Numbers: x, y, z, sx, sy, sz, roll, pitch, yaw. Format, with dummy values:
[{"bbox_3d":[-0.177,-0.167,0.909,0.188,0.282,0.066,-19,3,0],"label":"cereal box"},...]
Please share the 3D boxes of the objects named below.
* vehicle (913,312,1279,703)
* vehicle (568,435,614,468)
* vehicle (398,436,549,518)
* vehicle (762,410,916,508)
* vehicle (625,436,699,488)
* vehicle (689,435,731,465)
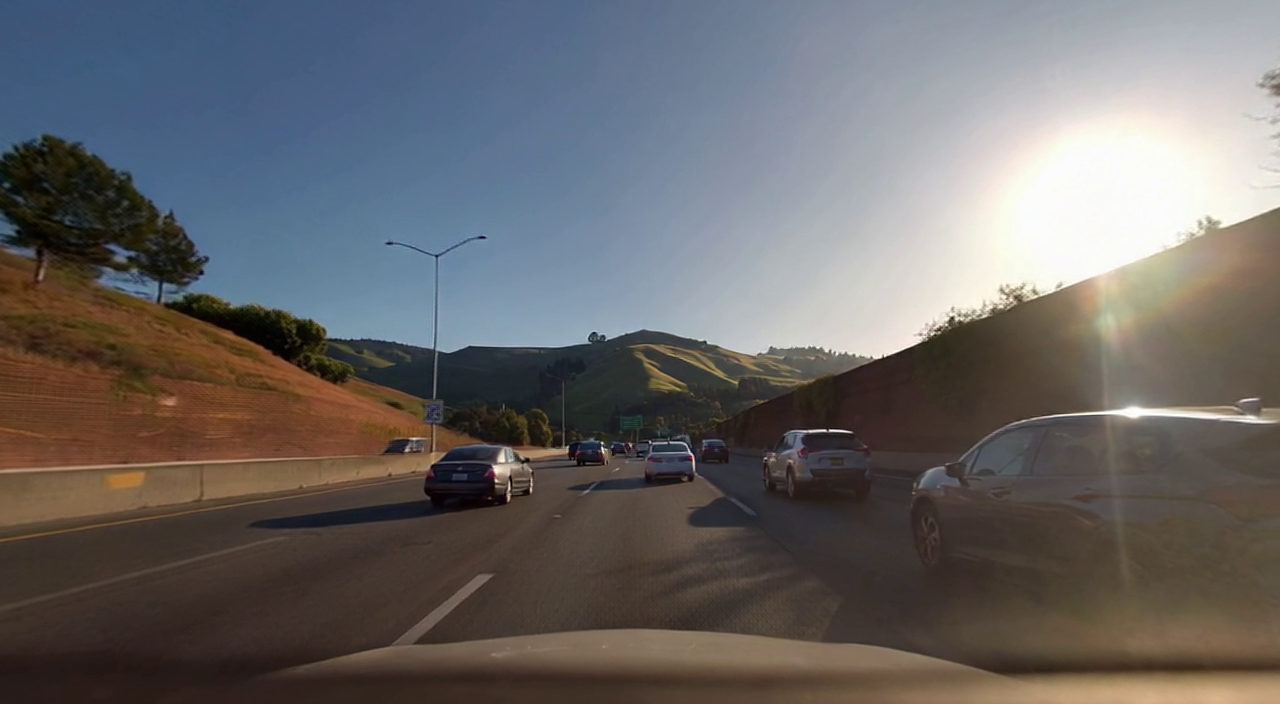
[{"bbox_3d":[3.759,0.961,4.187,1.930,1.831,4.344,0,-8,0],"label":"vehicle"},{"bbox_3d":[-2.784,5.761,36.836,2.154,1.793,4.736,0,-8,2],"label":"vehicle"},{"bbox_3d":[-3.293,2.558,13.509,1.961,1.456,4.362,0,-8,1],"label":"vehicle"},{"bbox_3d":[4.289,2.400,14.484,1.970,1.872,4.575,0,-8,-1],"label":"vehicle"},{"bbox_3d":[0.620,3.452,20.127,2.105,1.471,3.978,0,-8,0],"label":"vehicle"},{"bbox_3d":[3.817,5.440,35.144,1.855,1.513,3.915,0,-8,0],"label":"vehicle"}]
